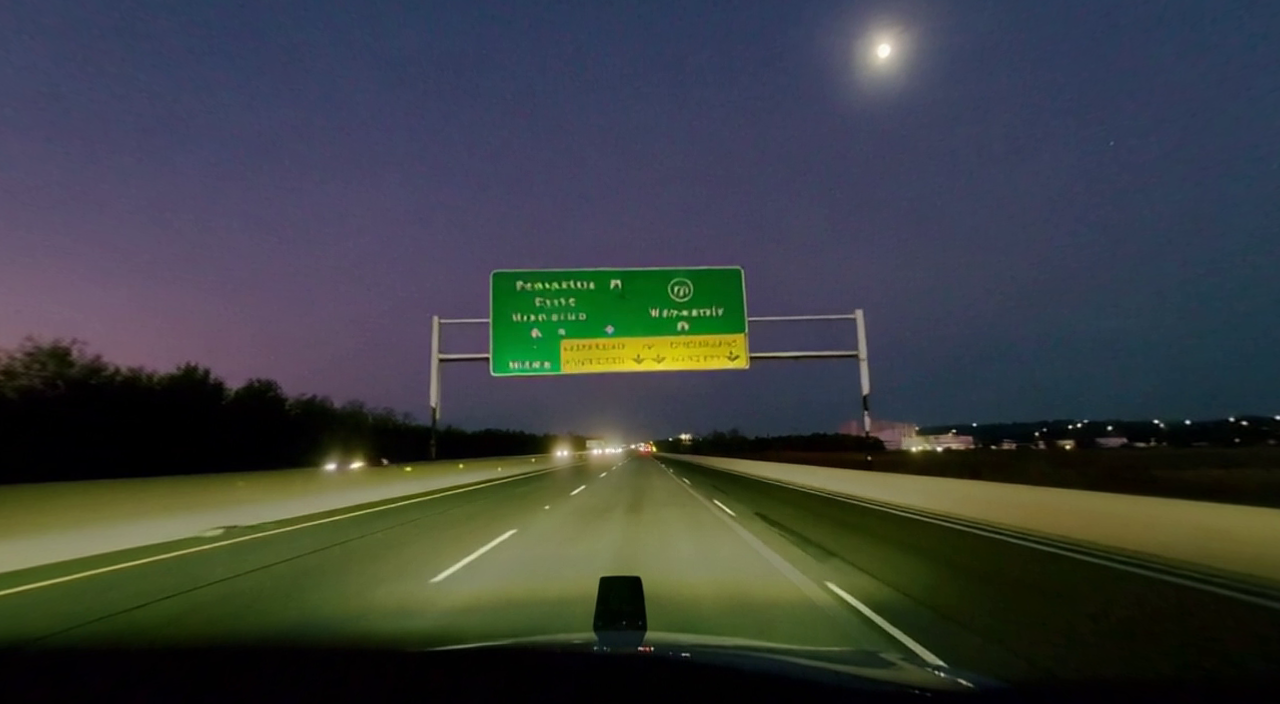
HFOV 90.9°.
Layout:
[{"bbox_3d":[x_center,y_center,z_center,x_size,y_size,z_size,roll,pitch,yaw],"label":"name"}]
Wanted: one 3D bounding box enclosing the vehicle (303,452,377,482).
[{"bbox_3d":[-16.759,6.428,35.471,1.889,1.542,4.553,0,-9,0],"label":"vehicle"}]
